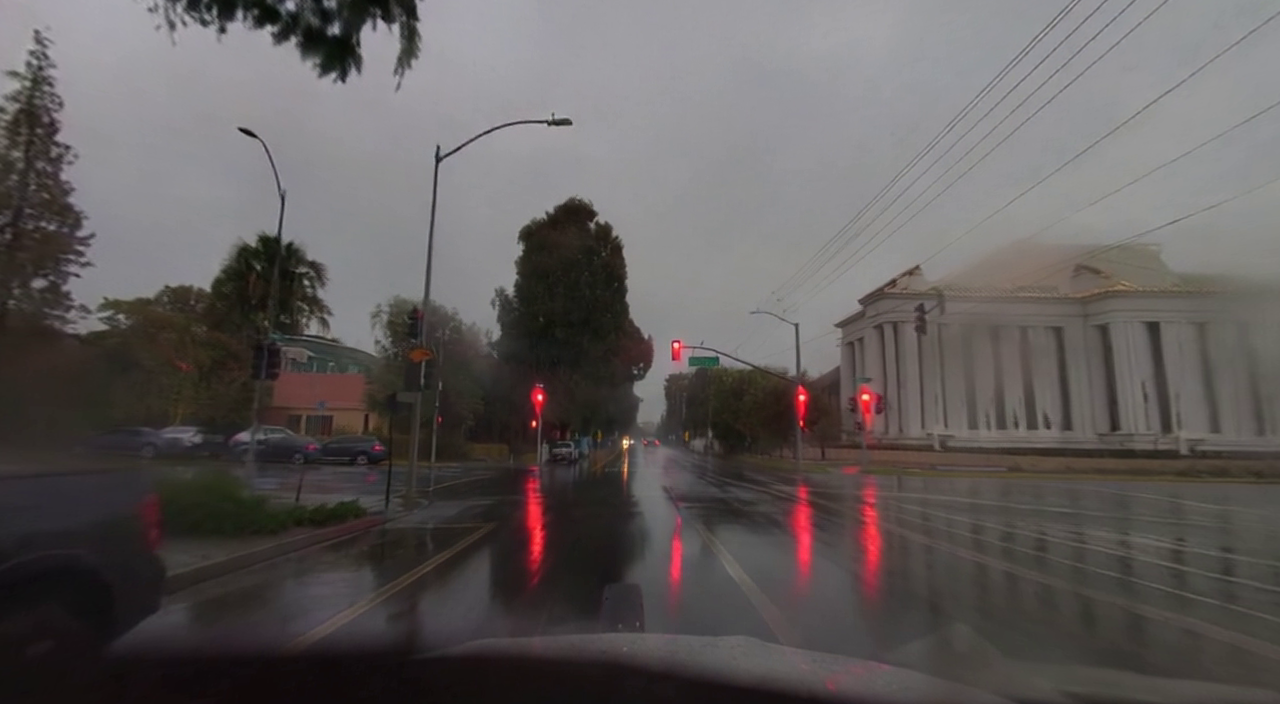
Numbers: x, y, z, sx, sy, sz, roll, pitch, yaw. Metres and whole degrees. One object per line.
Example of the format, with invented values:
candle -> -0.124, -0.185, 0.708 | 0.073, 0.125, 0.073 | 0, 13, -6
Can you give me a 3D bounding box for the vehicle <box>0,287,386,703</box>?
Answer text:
vehicle -> -3.297, 0.701, 1.931 | 2.271, 1.885, 6.346 | 0, -8, 1
